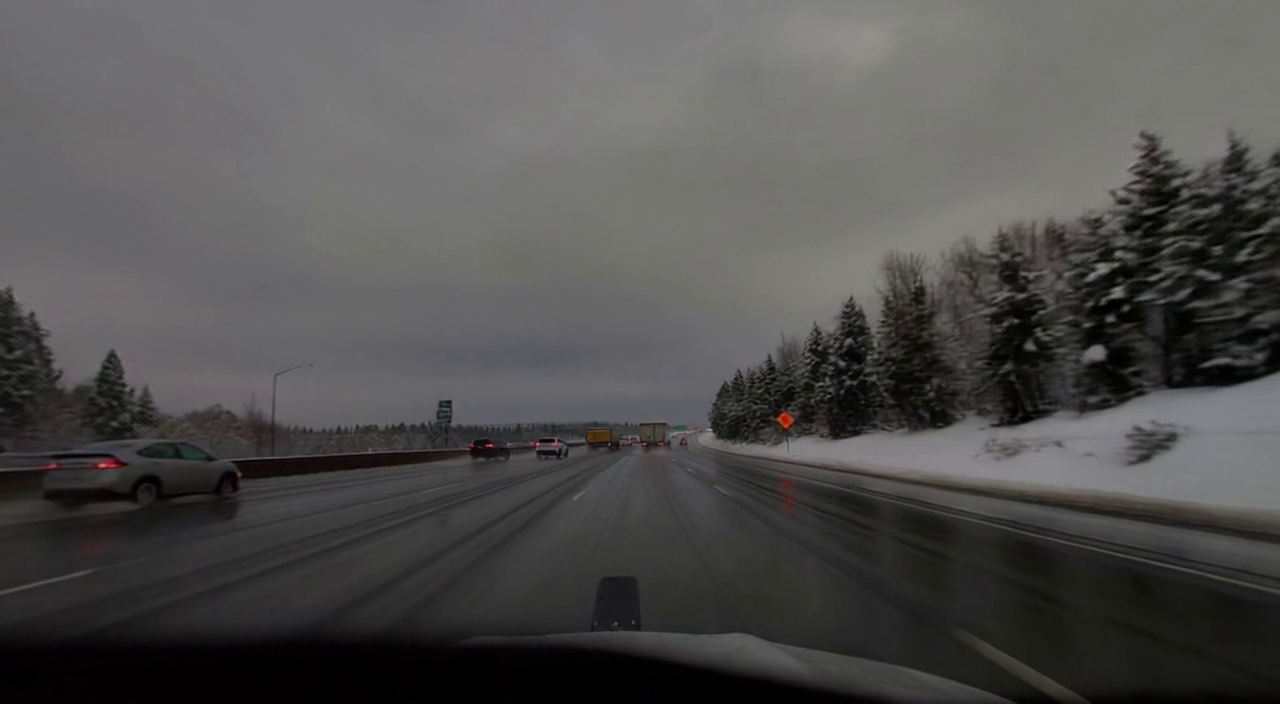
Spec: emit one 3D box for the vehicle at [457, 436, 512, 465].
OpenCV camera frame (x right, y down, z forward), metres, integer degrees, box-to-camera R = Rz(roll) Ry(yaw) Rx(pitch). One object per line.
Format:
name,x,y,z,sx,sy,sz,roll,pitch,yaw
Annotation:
vehicle,-10.112,6.448,41.462,2.080,1.777,5.450,0,-8,2

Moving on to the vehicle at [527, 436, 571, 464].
vehicle,-6.336,6.931,44.739,2.206,1.838,4.889,0,-8,3

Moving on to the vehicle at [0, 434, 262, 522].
vehicle,-10.217,2.456,12.977,1.952,1.457,4.689,0,-8,0

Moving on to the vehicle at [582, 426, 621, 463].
vehicle,-2.737,6.764,46.052,2.328,2.519,5.238,0,-8,2

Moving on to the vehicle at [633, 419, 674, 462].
vehicle,0.989,6.500,46.573,2.768,2.854,6.757,1,-8,1
